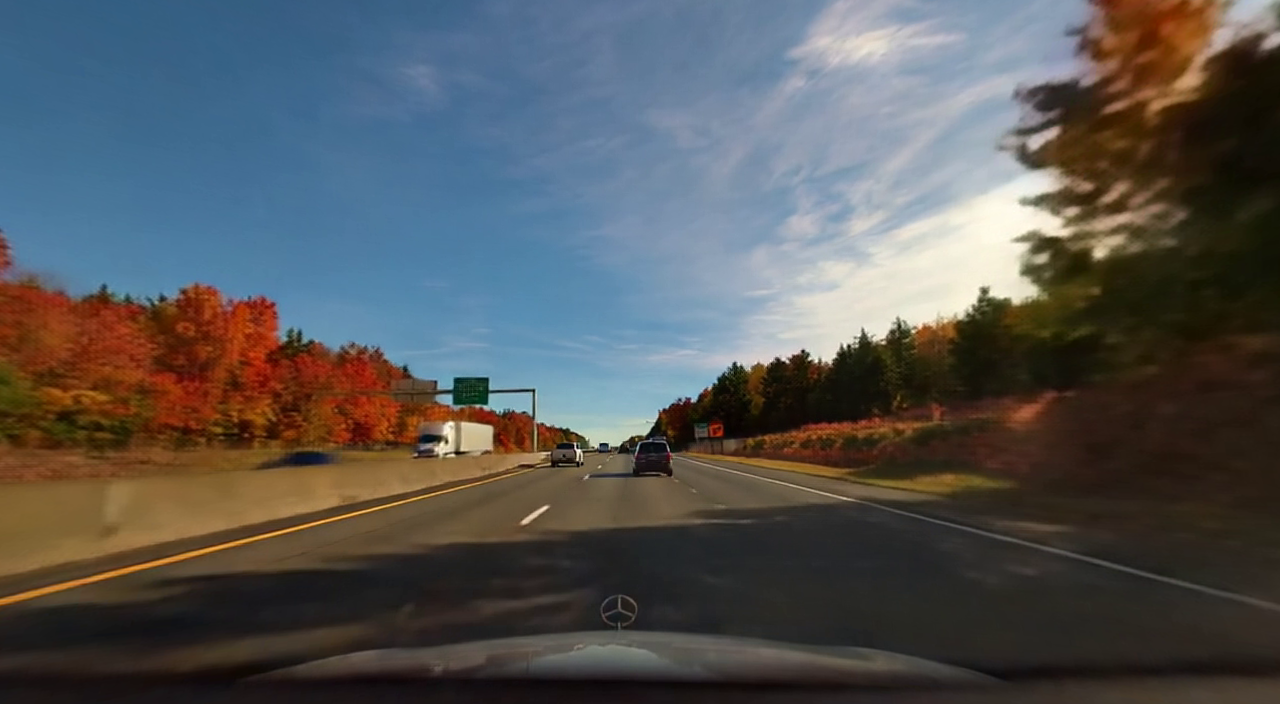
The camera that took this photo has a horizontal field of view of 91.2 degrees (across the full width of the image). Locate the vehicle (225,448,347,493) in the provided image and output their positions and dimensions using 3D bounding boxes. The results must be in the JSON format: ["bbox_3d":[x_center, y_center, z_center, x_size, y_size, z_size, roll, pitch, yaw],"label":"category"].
[{"bbox_3d":[-13.326,4.462,23.991,1.955,1.523,4.689,0,-9,-1],"label":"vehicle"}]

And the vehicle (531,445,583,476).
[{"bbox_3d":[-4.018,5.335,31.014,2.037,1.418,3.793,0,-9,0],"label":"vehicle"}]

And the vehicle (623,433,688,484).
[{"bbox_3d":[0.483,4.016,23.832,2.250,1.718,4.358,0,-9,-1],"label":"vehicle"}]
